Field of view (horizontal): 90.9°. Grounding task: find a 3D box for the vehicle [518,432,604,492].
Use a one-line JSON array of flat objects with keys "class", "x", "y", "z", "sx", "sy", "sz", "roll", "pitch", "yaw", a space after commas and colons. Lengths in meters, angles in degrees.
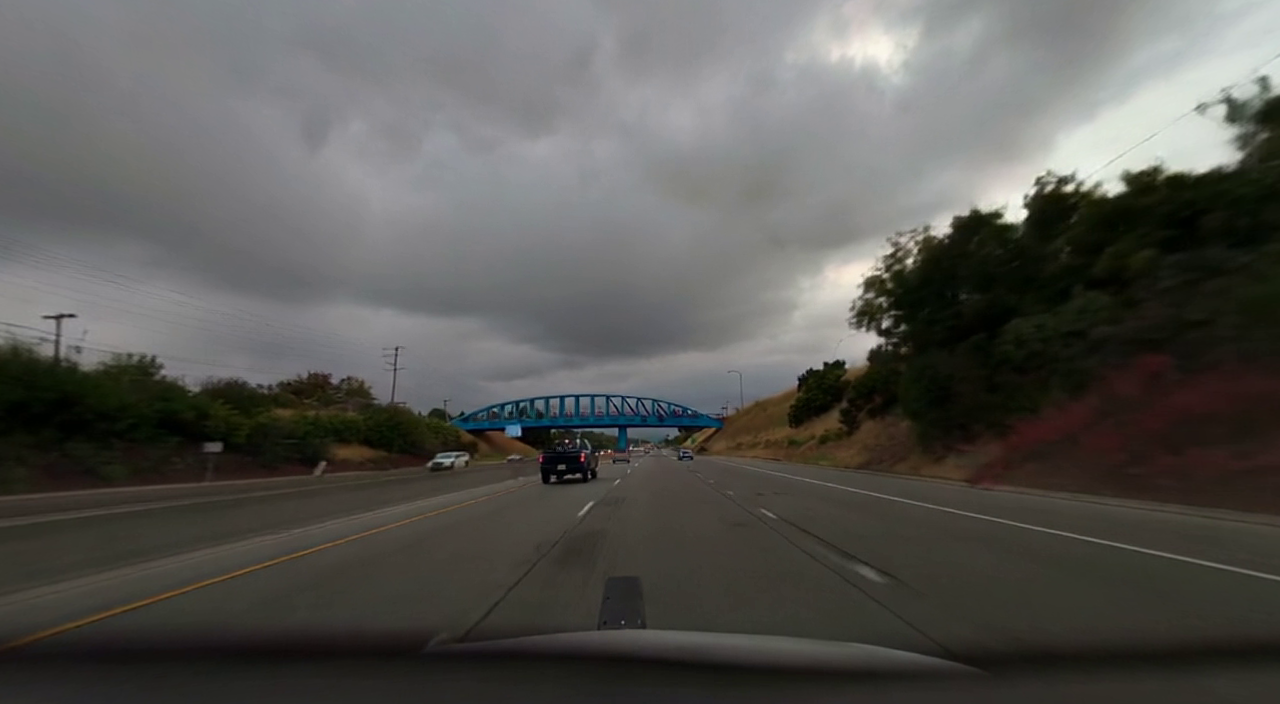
[{"class": "vehicle", "x": -2.770, "y": 4.043, "z": 23.507, "sx": 2.369, "sy": 1.948, "sz": 5.343, "roll": 0, "pitch": -9, "yaw": 2}]
